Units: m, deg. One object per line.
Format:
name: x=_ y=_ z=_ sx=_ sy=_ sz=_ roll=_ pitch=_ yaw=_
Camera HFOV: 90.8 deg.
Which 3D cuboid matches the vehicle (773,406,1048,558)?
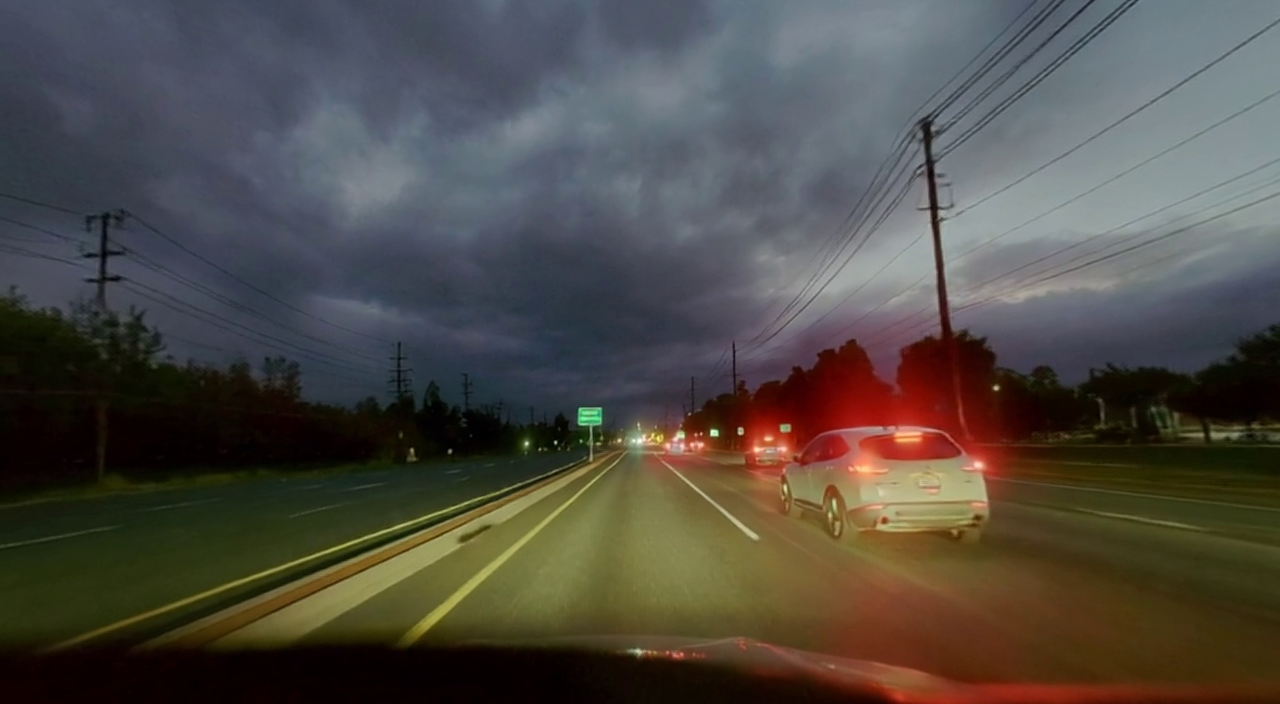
vehicle: x=3.445 y=1.739 z=9.119 sx=2.078 sy=1.668 sz=4.078 roll=0 pitch=-8 yaw=-1
